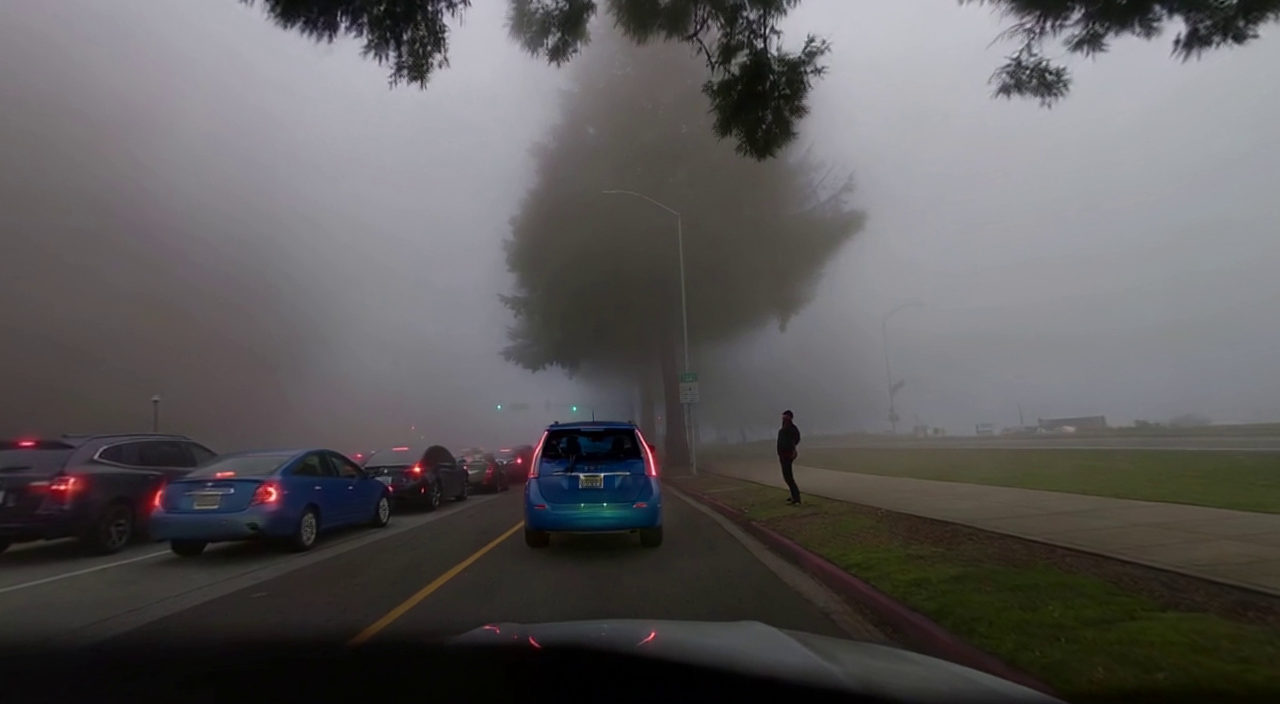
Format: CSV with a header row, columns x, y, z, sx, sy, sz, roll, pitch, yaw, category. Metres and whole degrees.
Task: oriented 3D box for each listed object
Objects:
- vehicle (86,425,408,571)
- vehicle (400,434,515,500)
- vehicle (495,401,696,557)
x,y,z,sx,sy,sz,roll,pitch,yaw,category
-5.406,2.041,9.647,2.010,1.674,4.484,0,-9,0,vehicle
-5.470,3.499,19.636,2.188,1.774,4.477,0,-9,0,vehicle
-0.581,1.822,9.696,2.368,1.829,4.293,0,-9,-2,vehicle
